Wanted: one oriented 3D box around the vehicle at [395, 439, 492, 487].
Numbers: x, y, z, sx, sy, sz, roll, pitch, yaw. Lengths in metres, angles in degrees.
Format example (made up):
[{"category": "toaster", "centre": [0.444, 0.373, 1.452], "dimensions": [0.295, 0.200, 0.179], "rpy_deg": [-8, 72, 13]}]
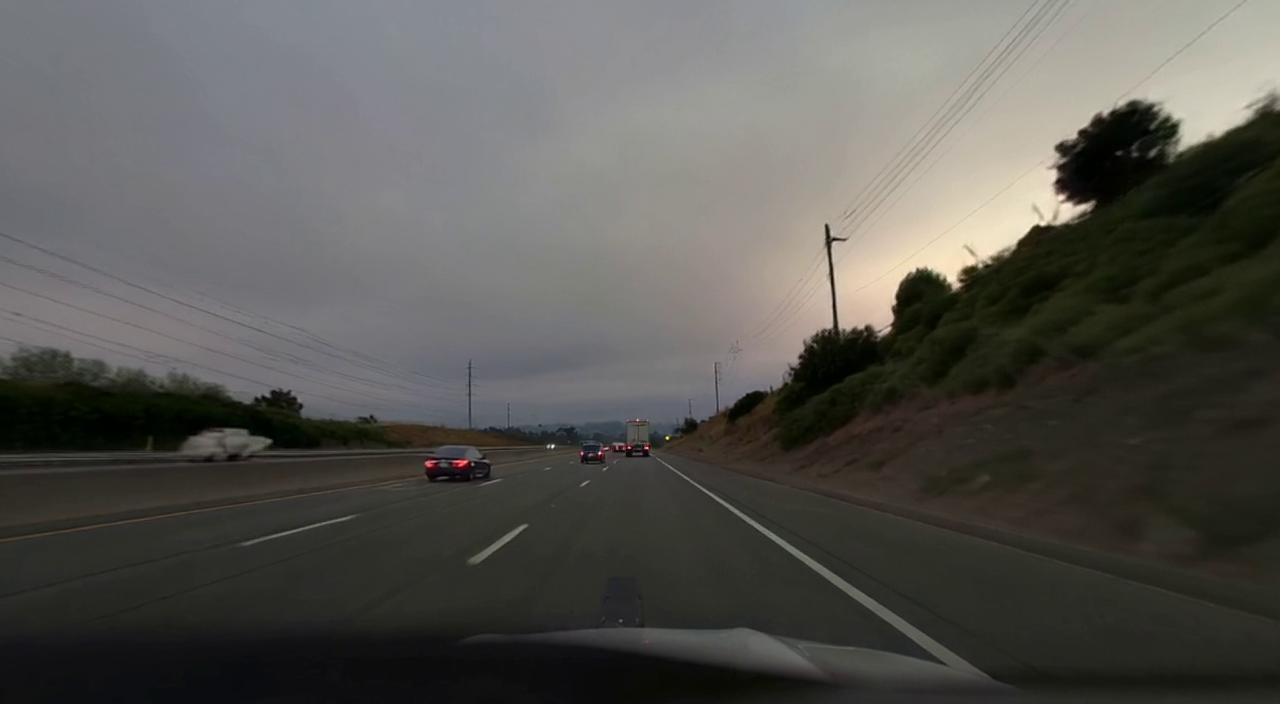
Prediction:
[{"category": "vehicle", "centre": [-7.062, 4.039, 23.221], "dimensions": [2.066, 1.558, 4.607], "rpy_deg": [0, -9, 0]}]
